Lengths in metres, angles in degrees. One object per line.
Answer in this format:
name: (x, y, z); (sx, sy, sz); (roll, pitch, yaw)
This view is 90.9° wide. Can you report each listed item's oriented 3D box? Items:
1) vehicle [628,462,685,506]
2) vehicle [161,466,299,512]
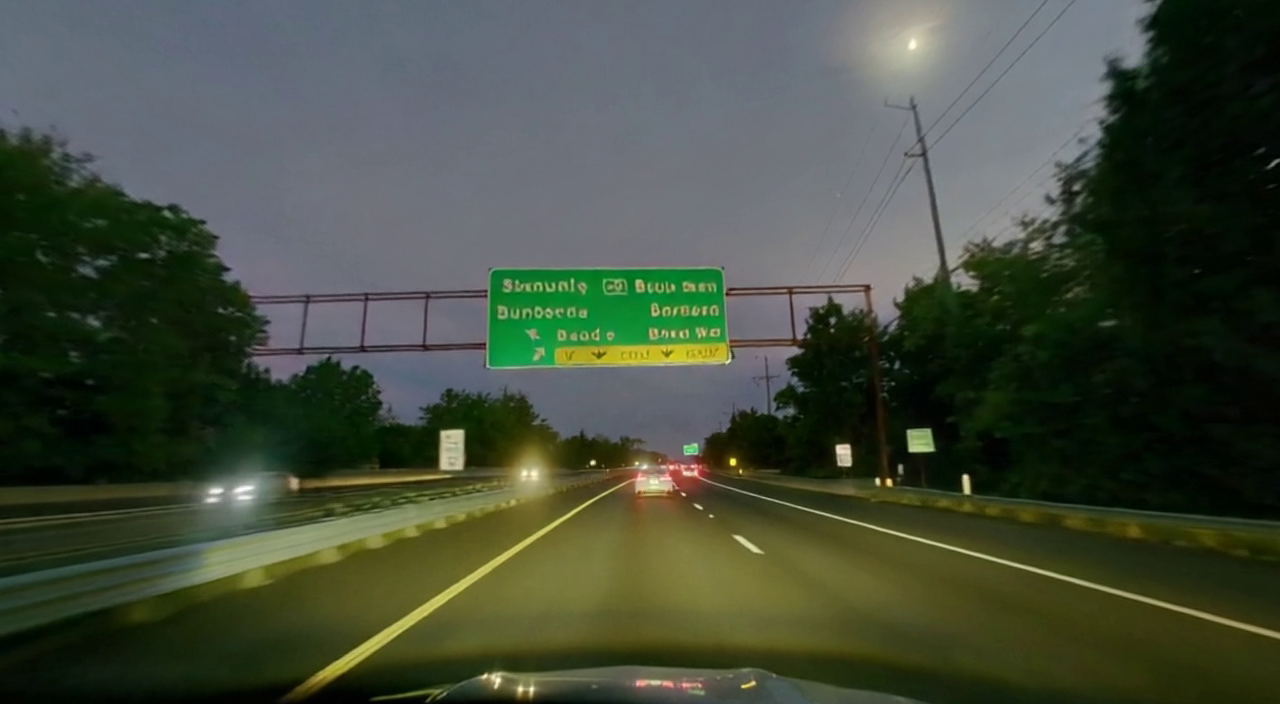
vehicle: (0.592, 4.973, 24.017); (1.987, 1.480, 3.786); (1, -10, 1)
vehicle: (-14.567, 4.879, 22.745); (1.895, 1.425, 4.524); (1, -10, 0)
